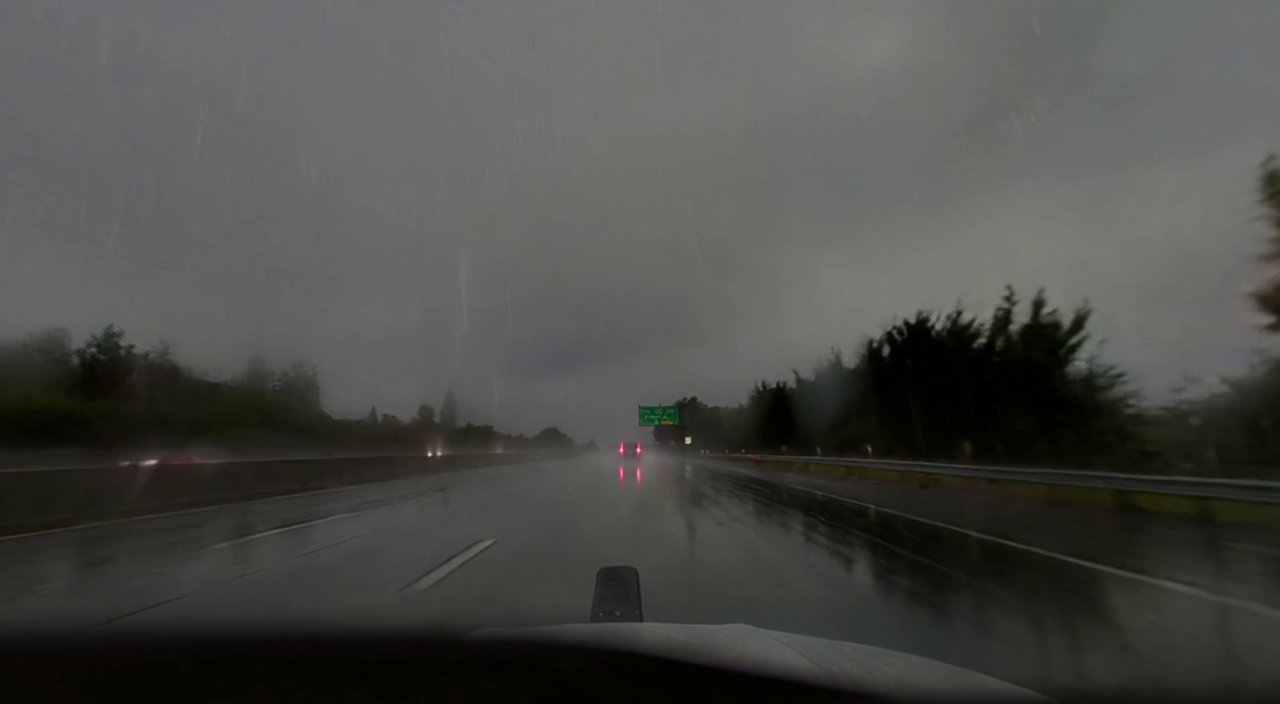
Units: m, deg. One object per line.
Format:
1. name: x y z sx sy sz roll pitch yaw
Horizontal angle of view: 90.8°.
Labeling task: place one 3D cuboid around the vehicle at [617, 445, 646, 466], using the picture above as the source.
1. vehicle: -0.642 7.775 47.512 2.080 1.468 3.884 0 -8 -1
